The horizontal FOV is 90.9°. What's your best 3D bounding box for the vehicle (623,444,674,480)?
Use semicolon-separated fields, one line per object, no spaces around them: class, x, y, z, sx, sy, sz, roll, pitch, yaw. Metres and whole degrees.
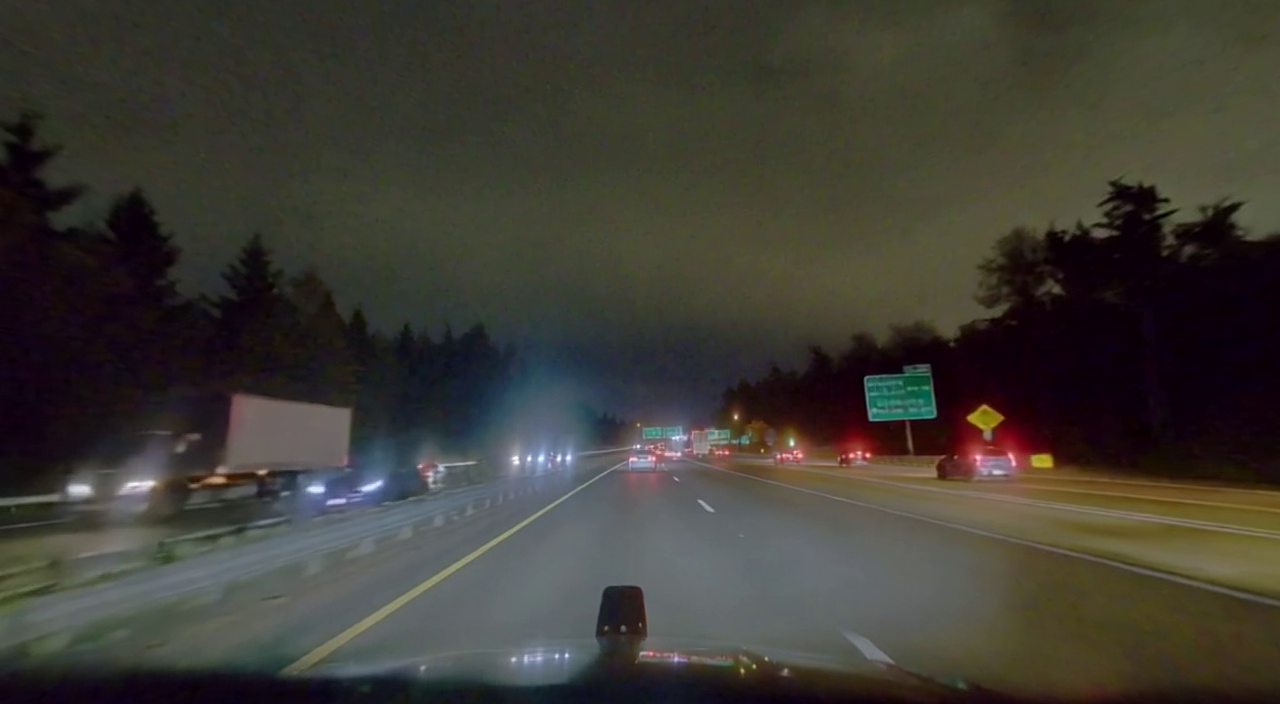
vehicle;0.351;5.071;29.229;2.177;1.520;4.278;0;-9;0

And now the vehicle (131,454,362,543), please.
vehicle;-8.072;3.002;13.638;1.920;1.533;4.730;0;-9;0

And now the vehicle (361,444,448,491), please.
vehicle;-10.968;5.382;29.828;2.131;1.986;5.151;0;-9;0

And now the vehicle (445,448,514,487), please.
vehicle;-7.324;5.299;29.255;2.055;1.633;4.239;0;-9;0

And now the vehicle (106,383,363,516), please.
vehicle;-14.838;3.818;24.821;2.967;4.046;10.700;0;-9;0
